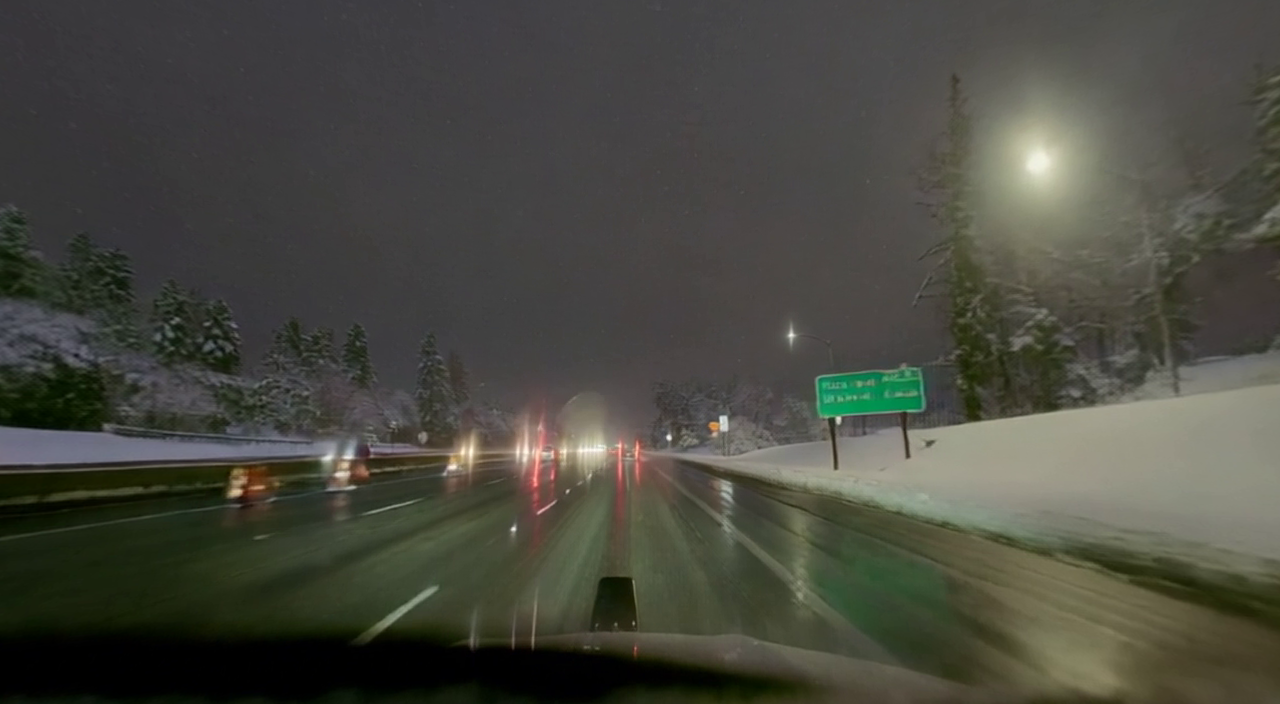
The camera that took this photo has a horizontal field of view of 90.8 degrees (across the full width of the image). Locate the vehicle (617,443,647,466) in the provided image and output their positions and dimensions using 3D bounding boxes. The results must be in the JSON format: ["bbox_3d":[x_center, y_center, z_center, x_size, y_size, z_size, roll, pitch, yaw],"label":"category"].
[{"bbox_3d":[-0.626,7.559,46.765,2.109,1.638,3.856,0,-9,-1],"label":"vehicle"}]

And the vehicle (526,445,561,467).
[{"bbox_3d":[-7.122,7.722,47.072,1.997,1.507,4.248,0,-9,0],"label":"vehicle"}]
